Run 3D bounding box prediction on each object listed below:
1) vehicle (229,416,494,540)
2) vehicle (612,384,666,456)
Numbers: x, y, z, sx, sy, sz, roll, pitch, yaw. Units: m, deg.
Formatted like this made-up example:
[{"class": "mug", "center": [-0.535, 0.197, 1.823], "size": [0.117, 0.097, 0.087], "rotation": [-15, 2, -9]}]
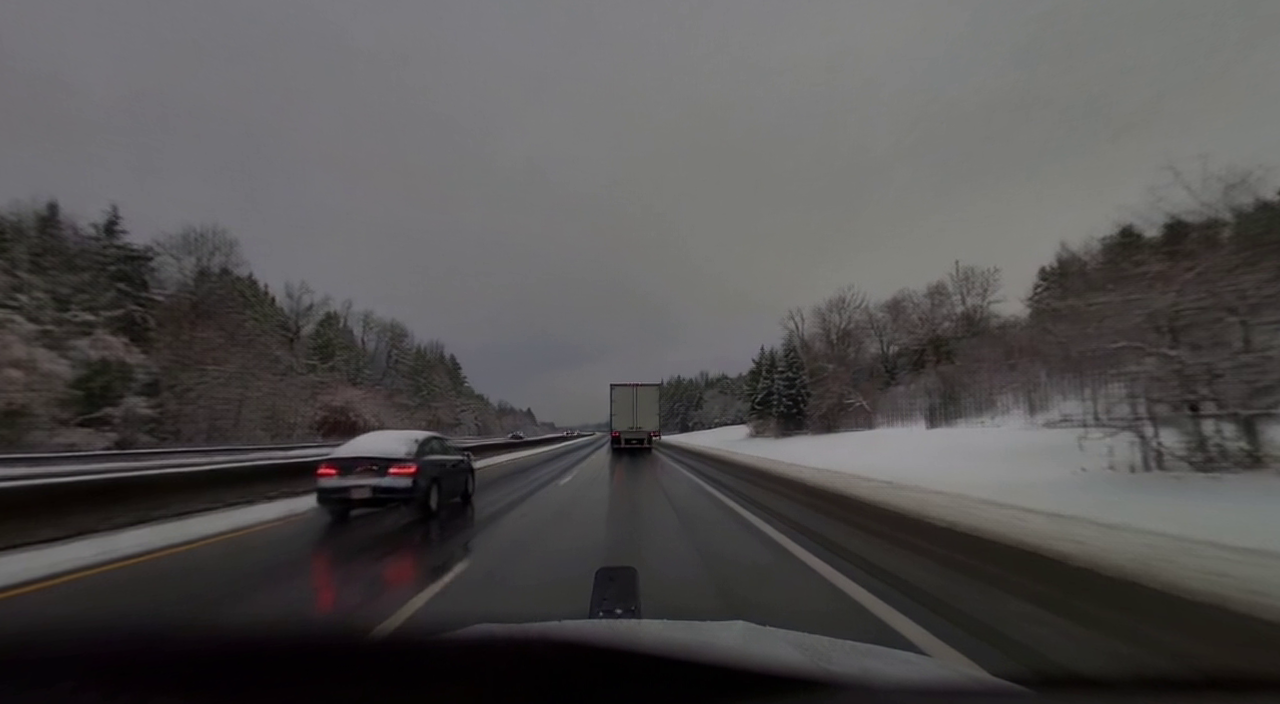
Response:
[{"class": "vehicle", "center": [-3.901, 1.830, 9.854], "size": [2.217, 1.495, 4.245], "rotation": [0, -8, 0]}, {"class": "vehicle", "center": [-0.278, 4.583, 40.945], "size": [3.013, 4.016, 11.496], "rotation": [0, -8, -2]}]
